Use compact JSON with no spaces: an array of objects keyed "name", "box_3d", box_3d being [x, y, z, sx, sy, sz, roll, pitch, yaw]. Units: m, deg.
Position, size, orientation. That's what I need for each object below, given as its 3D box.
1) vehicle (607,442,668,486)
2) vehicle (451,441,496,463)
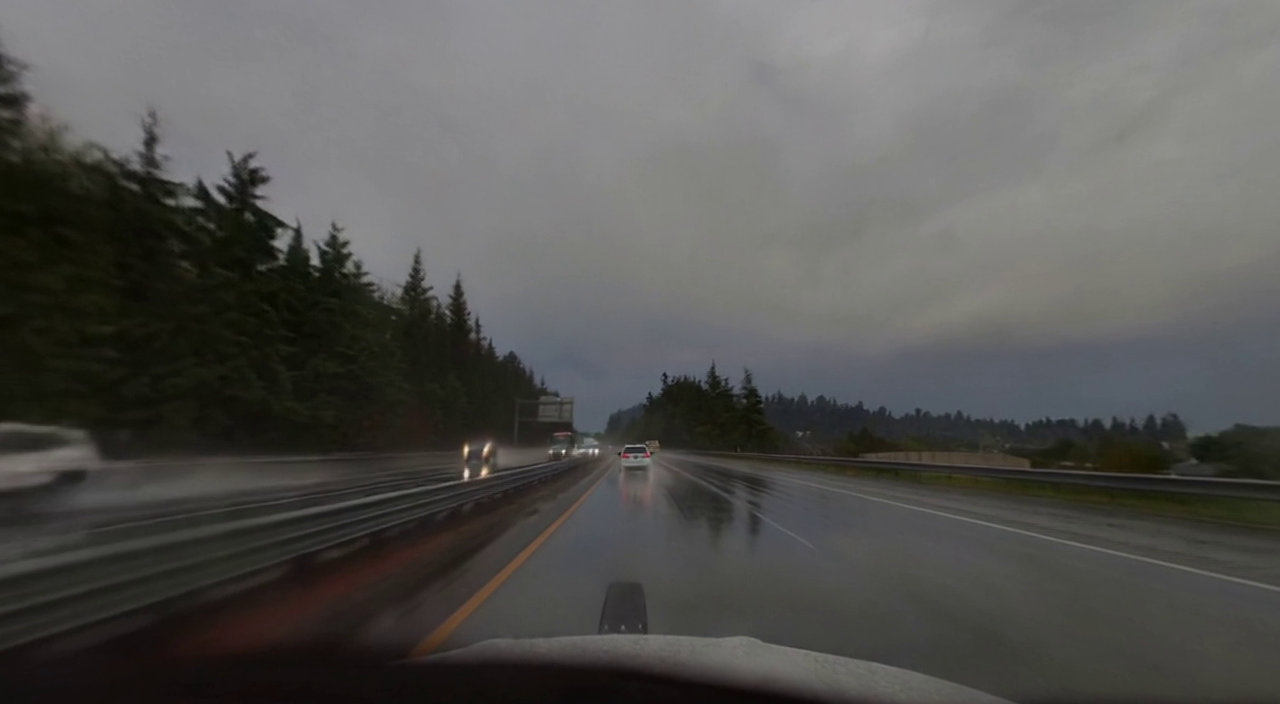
[{"name":"vehicle","box_3d":[-0.122,4.242,24.178,2.114,1.523,4.012,0,-9,-1]},{"name":"vehicle","box_3d":[-13.069,7.866,49.731,2.255,1.646,4.543,0,-9,0]}]
